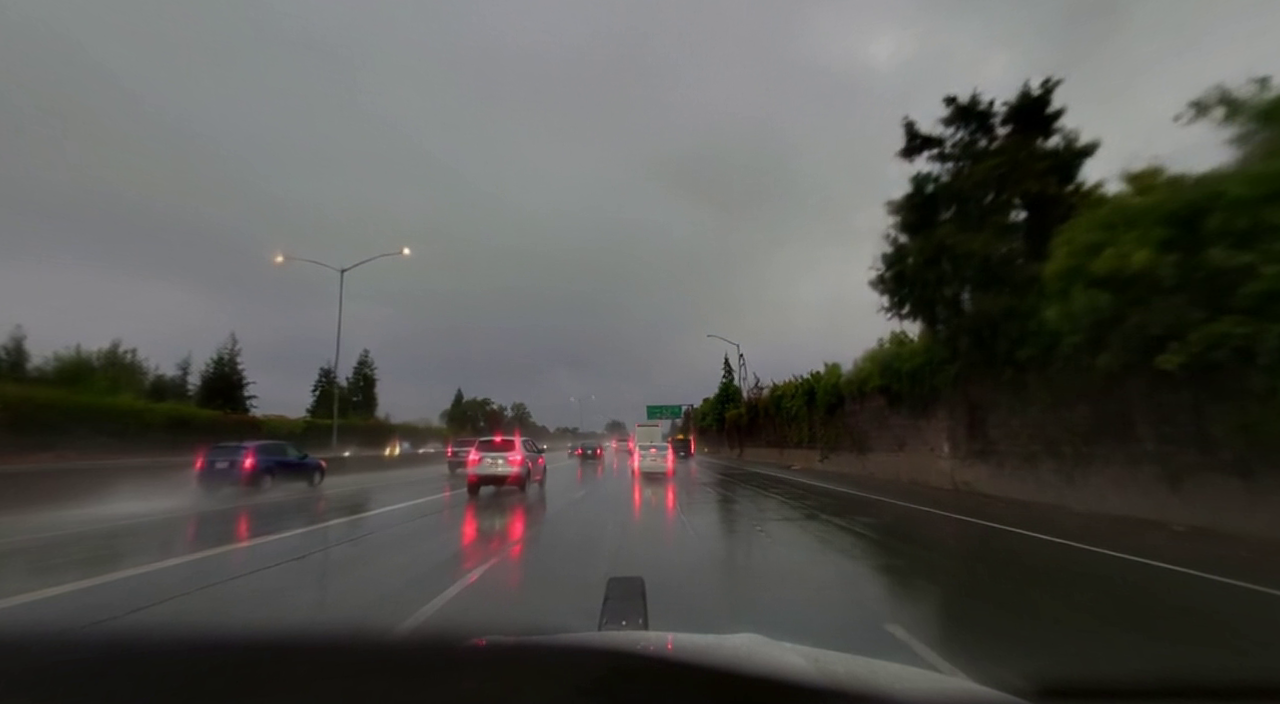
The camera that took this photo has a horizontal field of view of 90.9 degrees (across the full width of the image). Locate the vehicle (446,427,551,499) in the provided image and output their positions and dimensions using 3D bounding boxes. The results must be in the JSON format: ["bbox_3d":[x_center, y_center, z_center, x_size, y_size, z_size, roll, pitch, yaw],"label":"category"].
[{"bbox_3d":[-3.743,3.014,17.524,1.903,1.721,4.210,0,-8,1],"label":"vehicle"}]

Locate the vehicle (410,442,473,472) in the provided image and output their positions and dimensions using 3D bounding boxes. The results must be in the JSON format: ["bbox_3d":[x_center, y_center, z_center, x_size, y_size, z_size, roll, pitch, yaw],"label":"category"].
[{"bbox_3d":[-10.767,5.708,34.582,1.902,1.478,4.505,0,-8,1],"label":"vehicle"}]

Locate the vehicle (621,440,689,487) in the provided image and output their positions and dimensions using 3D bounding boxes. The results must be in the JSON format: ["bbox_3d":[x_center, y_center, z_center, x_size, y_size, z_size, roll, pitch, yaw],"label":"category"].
[{"bbox_3d":[0.463,3.718,21.359,2.054,1.421,4.090,0,-8,0],"label":"vehicle"}]

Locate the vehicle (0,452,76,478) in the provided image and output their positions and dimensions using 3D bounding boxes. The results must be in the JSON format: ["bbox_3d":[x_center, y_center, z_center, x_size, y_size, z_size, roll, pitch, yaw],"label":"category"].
[{"bbox_3d":[-36.124,6.726,37.645,1.541,1.414,3.511,0,-8,1],"label":"vehicle"}]

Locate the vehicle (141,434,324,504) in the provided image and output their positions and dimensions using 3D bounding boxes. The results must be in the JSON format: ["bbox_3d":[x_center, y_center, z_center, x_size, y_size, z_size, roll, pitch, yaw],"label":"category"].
[{"bbox_3d":[-10.593,3.047,16.881,1.941,1.602,4.277,0,-8,2],"label":"vehicle"}]

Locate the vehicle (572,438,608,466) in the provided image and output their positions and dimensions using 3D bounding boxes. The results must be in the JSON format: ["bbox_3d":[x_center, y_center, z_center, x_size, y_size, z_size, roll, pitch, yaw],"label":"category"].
[{"bbox_3d":[-3.120,6.346,40.074,1.897,1.646,4.049,0,-8,1],"label":"vehicle"}]
